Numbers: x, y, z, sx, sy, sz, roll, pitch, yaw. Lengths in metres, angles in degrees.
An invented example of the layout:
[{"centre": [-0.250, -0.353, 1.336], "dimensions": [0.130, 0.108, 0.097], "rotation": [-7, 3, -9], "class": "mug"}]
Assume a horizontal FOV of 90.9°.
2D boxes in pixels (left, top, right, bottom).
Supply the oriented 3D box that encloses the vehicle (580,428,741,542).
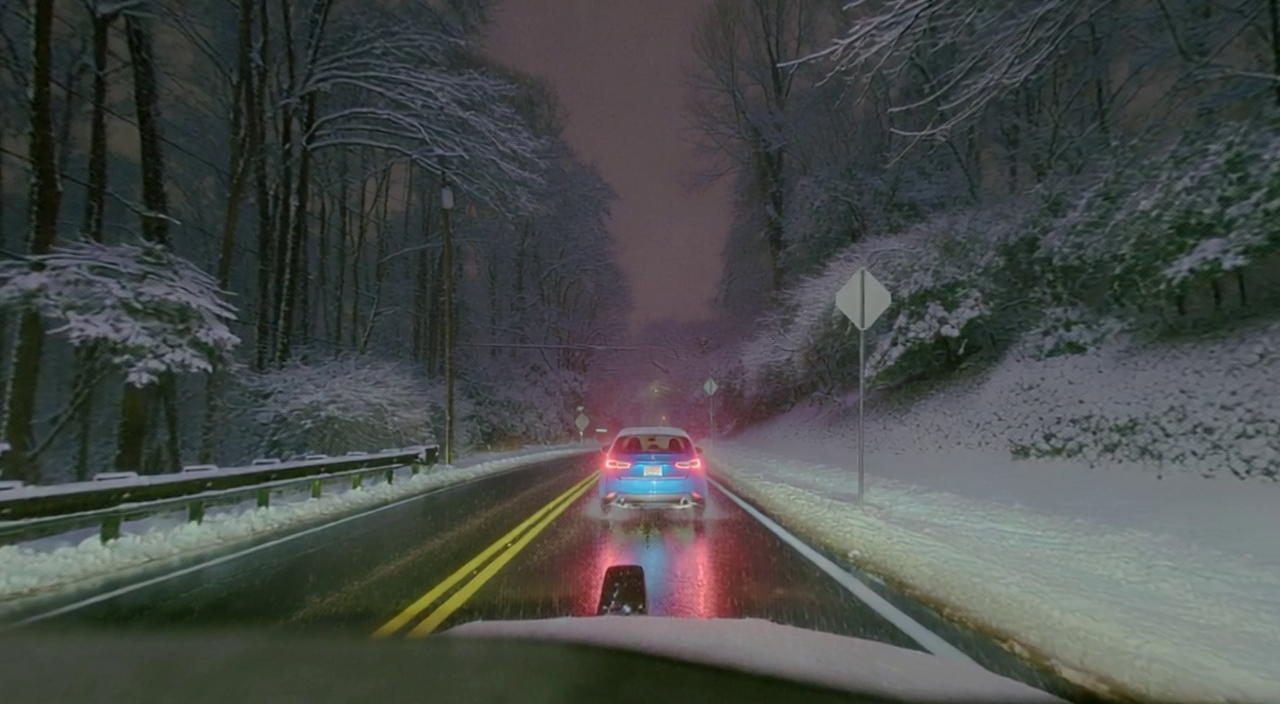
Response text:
[{"centre": [0.293, 2.082, 10.465], "dimensions": [2.187, 1.533, 3.726], "rotation": [0, -8, 1], "class": "vehicle"}]
